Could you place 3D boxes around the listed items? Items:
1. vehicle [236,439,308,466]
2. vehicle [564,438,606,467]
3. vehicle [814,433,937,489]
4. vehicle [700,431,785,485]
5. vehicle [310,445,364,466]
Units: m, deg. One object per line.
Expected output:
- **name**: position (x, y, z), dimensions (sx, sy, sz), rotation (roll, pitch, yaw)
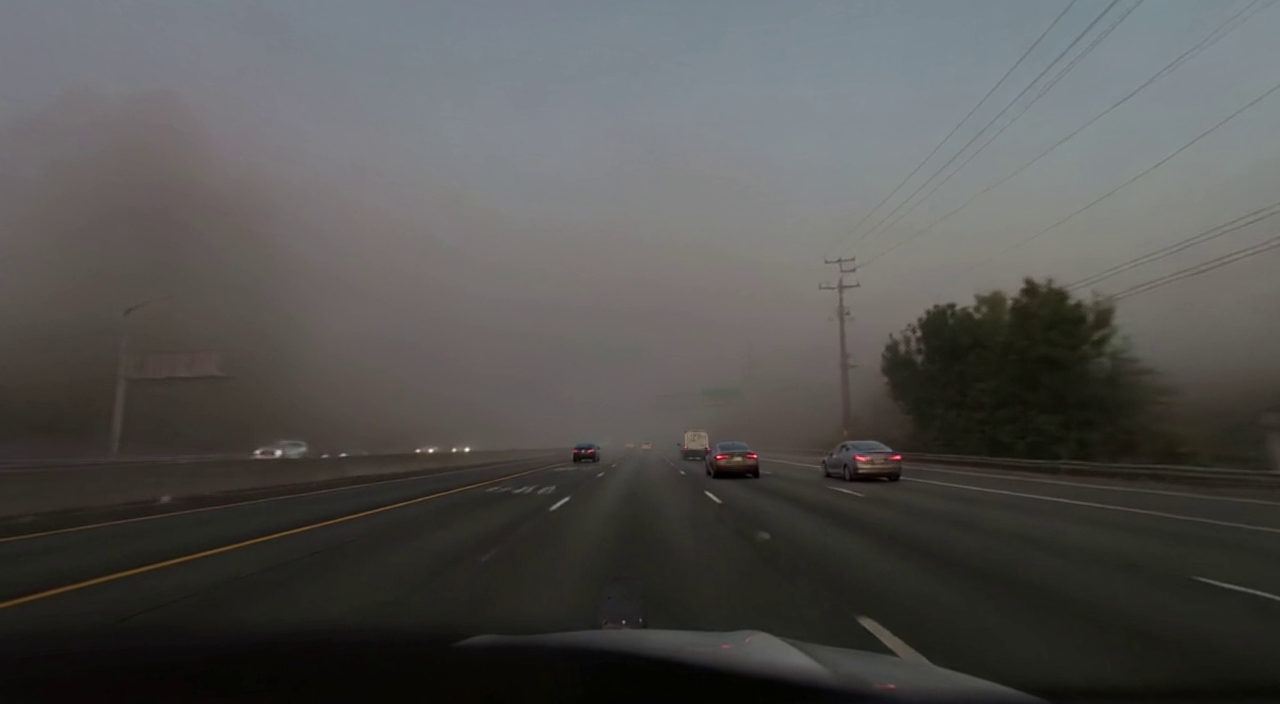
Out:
- **vehicle**: position (-25.198, 6.886, 43.415), dimensions (1.996, 1.661, 4.748), rotation (-1, -8, 1)
- **vehicle**: position (-3.332, 6.215, 39.229), dimensions (2.106, 1.682, 4.395), rotation (-1, -8, 2)
- **vehicle**: position (7.249, 3.389, 20.036), dimensions (1.988, 1.518, 4.856), rotation (0, -8, -1)
- **vehicle**: position (3.391, 3.608, 21.834), dimensions (2.146, 1.639, 4.475), rotation (0, -8, 0)
- **vehicle**: position (-22.304, 7.625, 46.642), dimensions (1.863, 1.400, 4.075), rotation (-1, -8, 2)
